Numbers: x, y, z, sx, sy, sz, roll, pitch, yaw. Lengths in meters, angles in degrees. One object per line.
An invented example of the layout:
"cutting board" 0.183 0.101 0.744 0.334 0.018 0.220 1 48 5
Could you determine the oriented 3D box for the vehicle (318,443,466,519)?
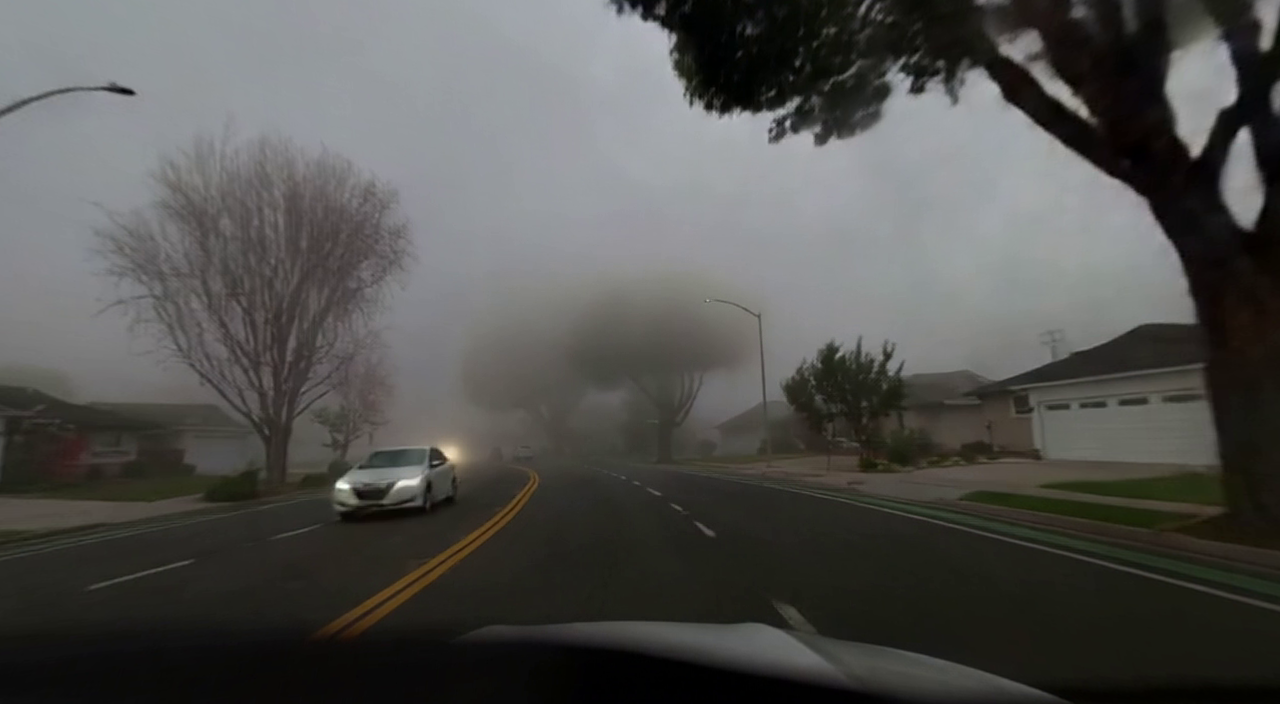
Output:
"vehicle" -5.506 2.873 14.666 2.043 1.470 4.338 1 -8 -6
